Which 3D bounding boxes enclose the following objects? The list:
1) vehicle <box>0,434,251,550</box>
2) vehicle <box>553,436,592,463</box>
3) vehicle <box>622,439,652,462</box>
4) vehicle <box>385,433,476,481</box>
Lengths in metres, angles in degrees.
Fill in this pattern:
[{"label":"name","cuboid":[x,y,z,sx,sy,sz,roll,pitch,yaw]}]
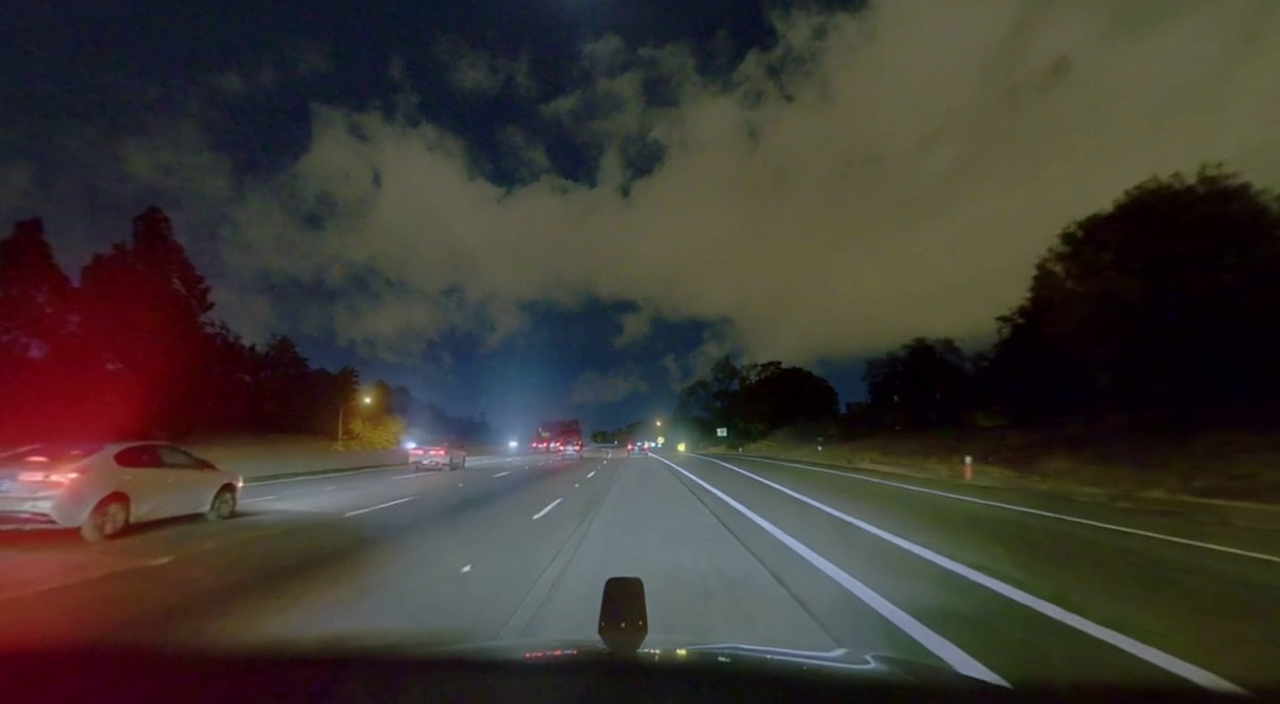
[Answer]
[{"label":"vehicle","cuboid":[-9.122,2.173,10.683,1.935,1.474,5.033,0,-8,-1]},{"label":"vehicle","cuboid":[-4.161,6.106,39.571,1.991,1.610,4.606,0,-8,-1]},{"label":"vehicle","cuboid":[-0.246,6.586,42.323,1.881,1.460,3.694,0,-8,-1]},{"label":"vehicle","cuboid":[-7.763,3.931,23.808,2.086,1.628,4.039,0,-8,-1]}]
